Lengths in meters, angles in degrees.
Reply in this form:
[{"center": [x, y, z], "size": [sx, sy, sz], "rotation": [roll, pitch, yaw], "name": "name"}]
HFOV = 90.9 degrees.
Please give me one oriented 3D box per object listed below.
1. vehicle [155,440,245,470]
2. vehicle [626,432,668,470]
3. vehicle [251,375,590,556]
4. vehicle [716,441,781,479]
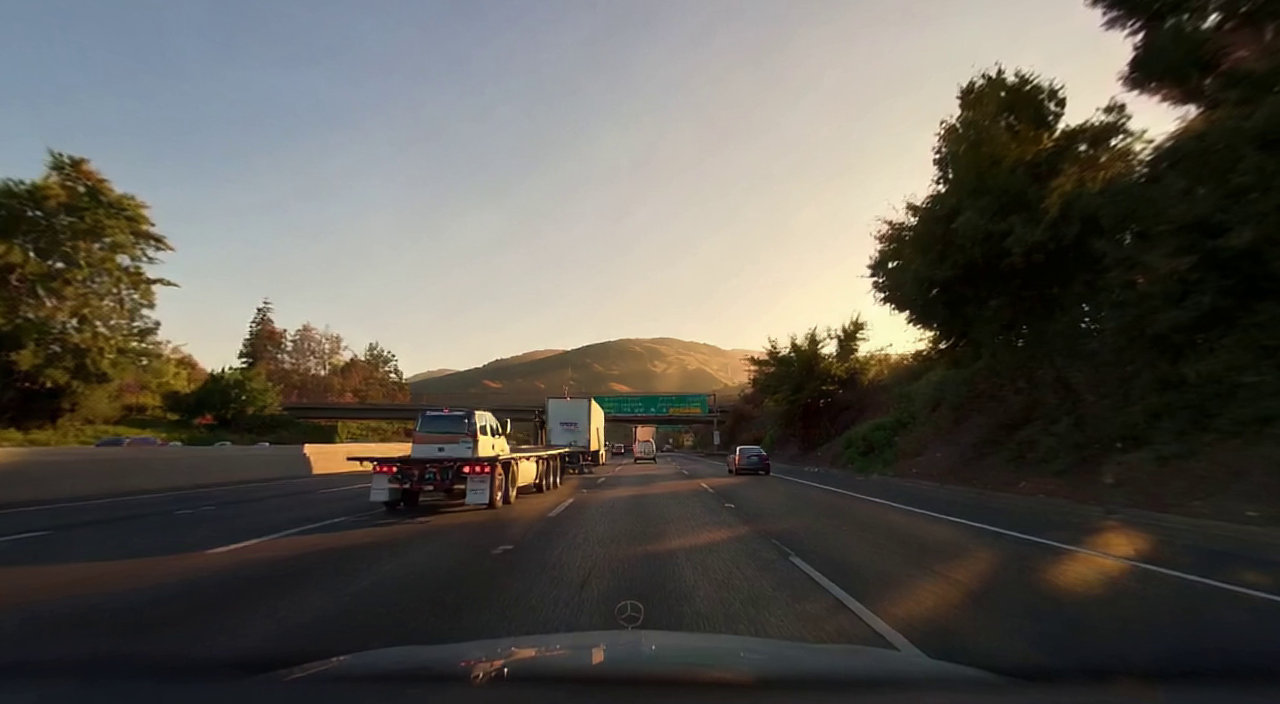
[{"center": [-24.265, 5.703, 35.009], "size": [1.845, 1.521, 4.273], "rotation": [0, -8, 1], "name": "vehicle"}, {"center": [0.446, 5.791, 37.001], "size": [2.309, 2.023, 5.130], "rotation": [0, -8, 1], "name": "vehicle"}, {"center": [-3.547, 2.735, 16.642], "size": [2.854, 2.379, 16.653], "rotation": [0, -9, 1], "name": "vehicle"}, {"center": [4.557, 4.589, 27.143], "size": [1.993, 1.474, 4.230], "rotation": [0, -8, -1], "name": "vehicle"}]
